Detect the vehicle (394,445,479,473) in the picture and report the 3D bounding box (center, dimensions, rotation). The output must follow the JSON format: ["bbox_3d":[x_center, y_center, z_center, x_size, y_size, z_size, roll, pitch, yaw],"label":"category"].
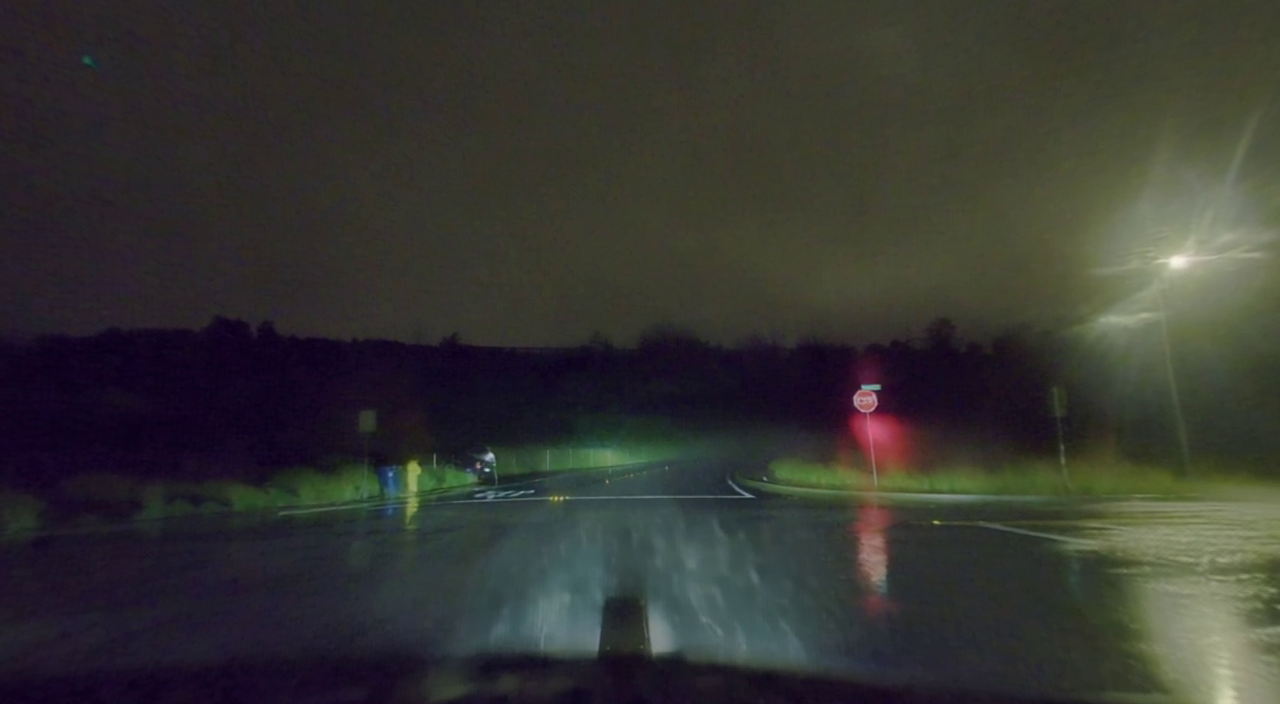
[{"bbox_3d":[-12.680,6.671,39.407,4.590,1.735,1.973,0,-9,3],"label":"vehicle"}]
